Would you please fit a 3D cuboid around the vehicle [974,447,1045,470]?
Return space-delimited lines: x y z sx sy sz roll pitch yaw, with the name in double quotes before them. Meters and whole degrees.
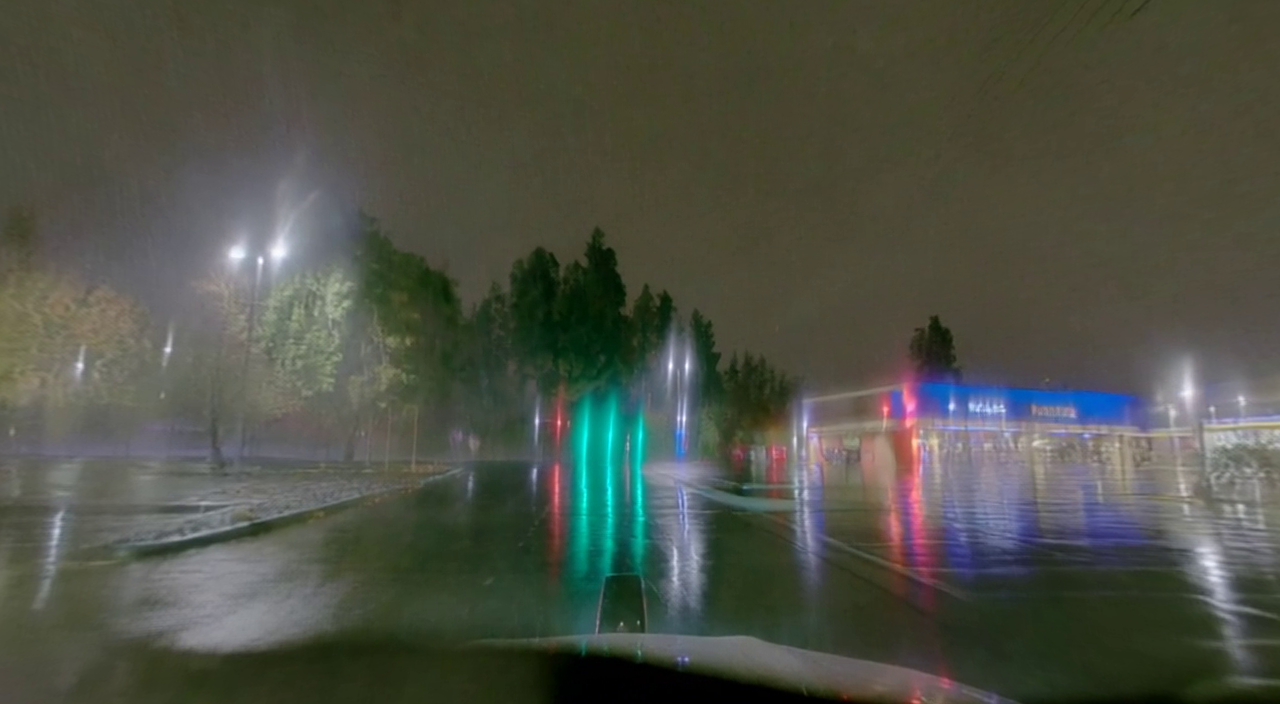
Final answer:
"vehicle" 26.550 7.639 45.603 1.845 1.463 4.399 1 -8 -12
